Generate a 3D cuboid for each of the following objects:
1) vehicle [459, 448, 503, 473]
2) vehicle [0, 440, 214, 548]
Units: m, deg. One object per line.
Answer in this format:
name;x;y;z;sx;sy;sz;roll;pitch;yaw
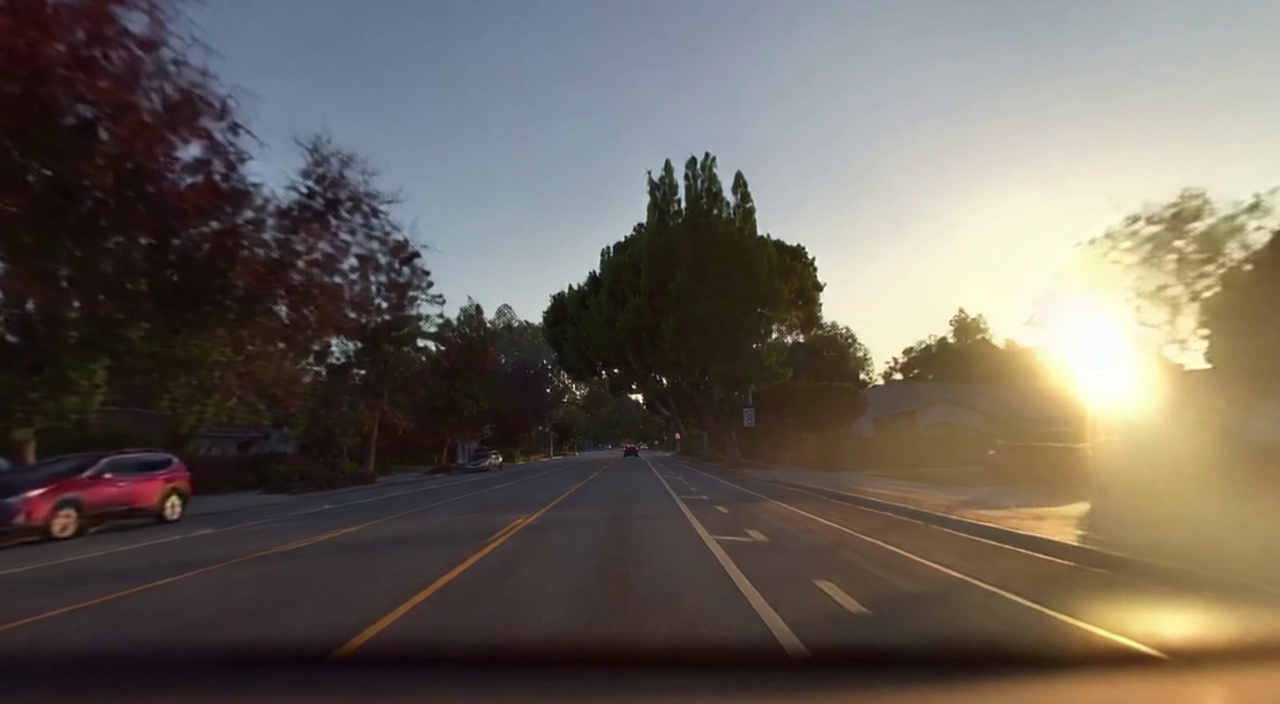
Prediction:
vehicle;-11.915;8.167;47.727;2.047;1.710;4.473;-3;-9;2
vehicle;-11.741;2.912;13.407;2.062;1.821;4.880;-3;-10;-1
